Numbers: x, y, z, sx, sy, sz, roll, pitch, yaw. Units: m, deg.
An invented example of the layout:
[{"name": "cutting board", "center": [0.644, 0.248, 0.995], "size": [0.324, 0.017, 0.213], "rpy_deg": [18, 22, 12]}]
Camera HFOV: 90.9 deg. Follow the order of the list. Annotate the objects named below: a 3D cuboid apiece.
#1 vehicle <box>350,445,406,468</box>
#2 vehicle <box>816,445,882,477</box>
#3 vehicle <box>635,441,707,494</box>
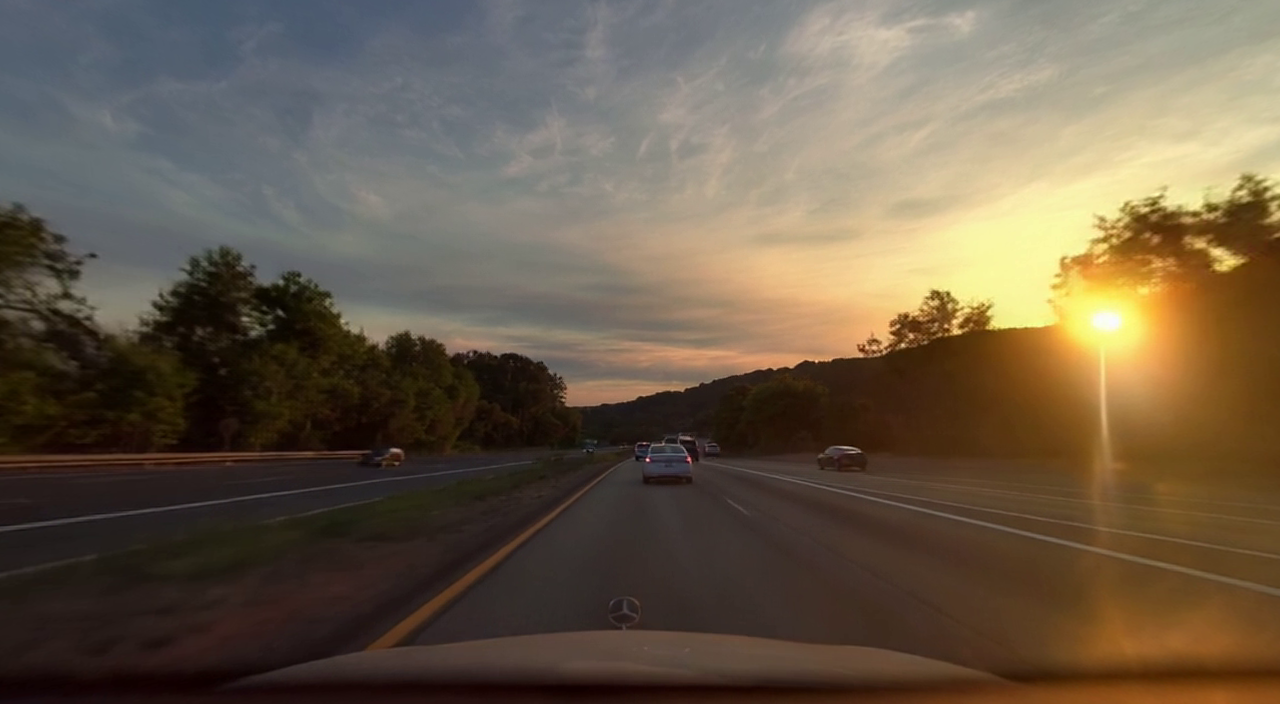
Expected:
[{"name": "vehicle", "center": [-20.044, 7.974, 48.396], "size": [1.999, 1.660, 4.686], "rpy_deg": [-1, -9, 4]}, {"name": "vehicle", "center": [10.489, 5.485, 31.848], "size": [1.926, 1.483, 3.528], "rpy_deg": [0, -9, -4]}, {"name": "vehicle", "center": [0.863, 3.618, 20.011], "size": [2.053, 1.483, 4.185], "rpy_deg": [0, -9, 0]}]
